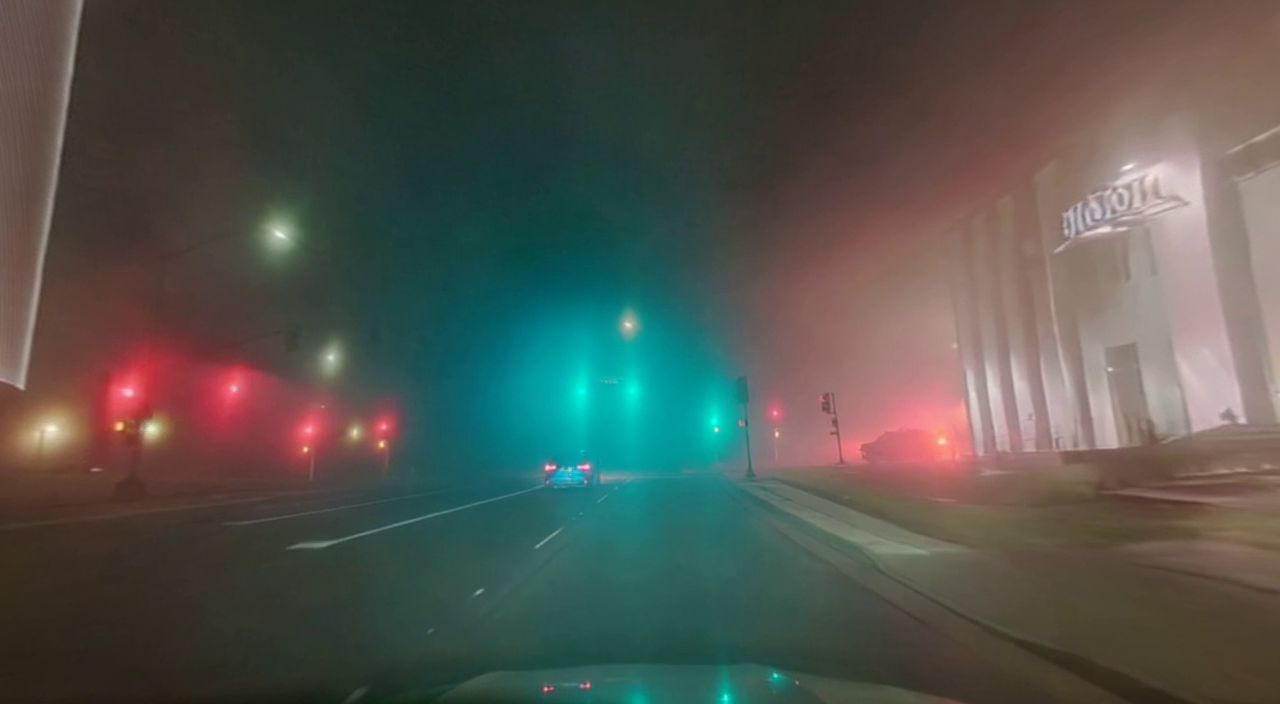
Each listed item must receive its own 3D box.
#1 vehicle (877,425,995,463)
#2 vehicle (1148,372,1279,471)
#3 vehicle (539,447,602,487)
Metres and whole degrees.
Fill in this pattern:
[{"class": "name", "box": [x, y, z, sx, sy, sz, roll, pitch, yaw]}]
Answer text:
[{"class": "vehicle", "box": [12.868, 4.028, 27.579, 4.120, 1.558, 1.959, 0, -9, 0]}, {"class": "vehicle", "box": [13.351, 1.380, 12.308, 4.904, 1.755, 2.114, 0, -9, 1]}, {"class": "vehicle", "box": [-2.788, 4.741, 26.330, 1.971, 1.486, 4.380, -1, -9, 2]}]
